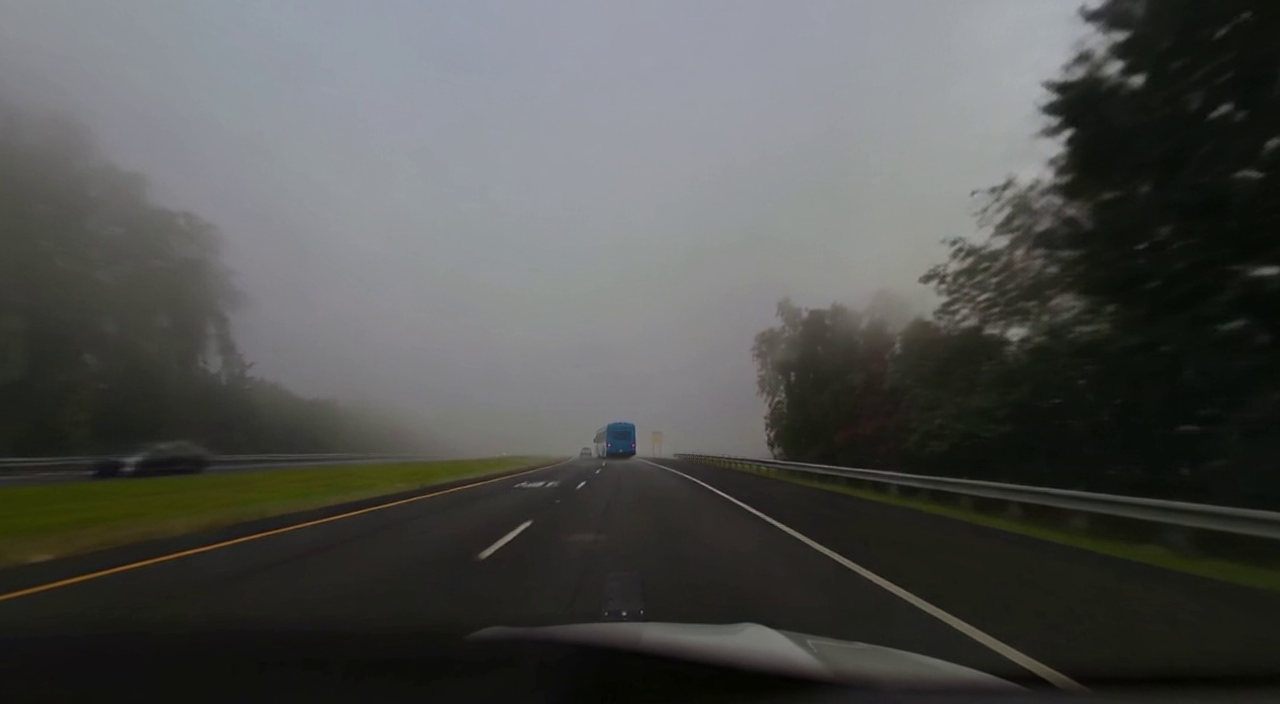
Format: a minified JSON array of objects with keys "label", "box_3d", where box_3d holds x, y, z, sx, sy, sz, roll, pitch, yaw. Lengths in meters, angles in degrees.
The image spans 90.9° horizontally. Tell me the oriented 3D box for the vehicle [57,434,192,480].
[{"label":"vehicle","box_3d":[-19.631,4.025,24.260,1.810,1.612,4.003,0,-9,-1]}]
